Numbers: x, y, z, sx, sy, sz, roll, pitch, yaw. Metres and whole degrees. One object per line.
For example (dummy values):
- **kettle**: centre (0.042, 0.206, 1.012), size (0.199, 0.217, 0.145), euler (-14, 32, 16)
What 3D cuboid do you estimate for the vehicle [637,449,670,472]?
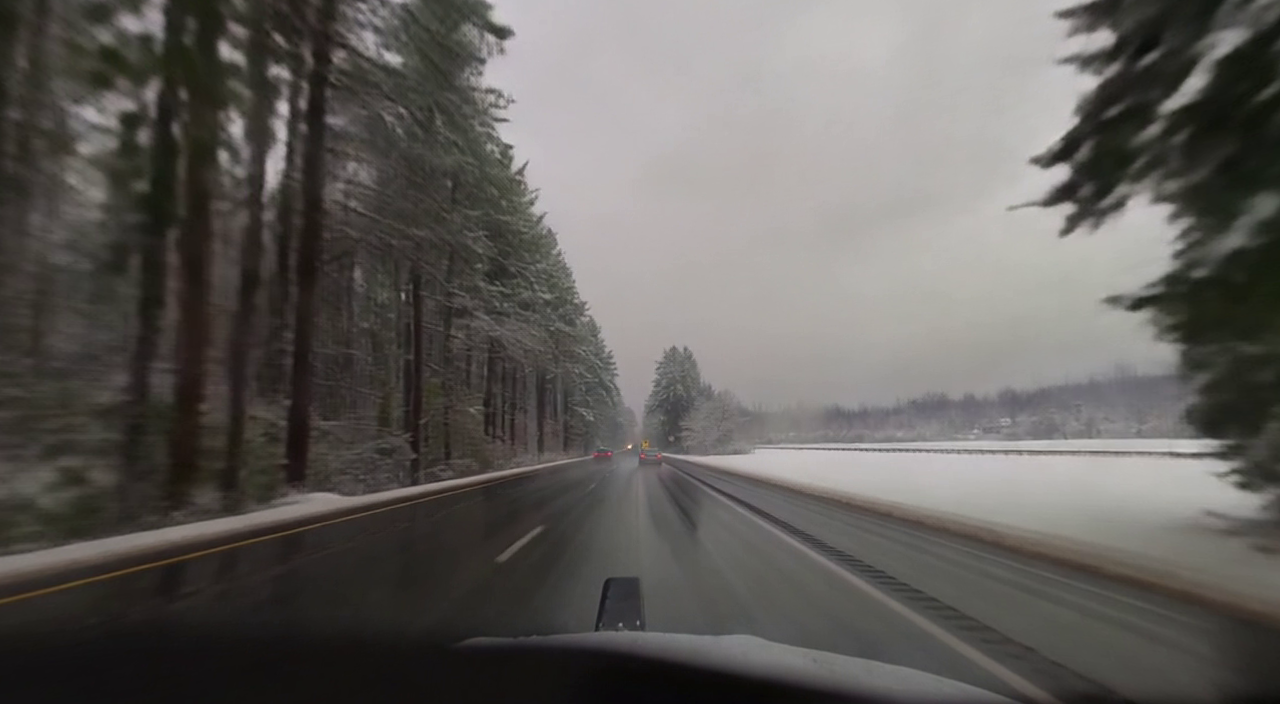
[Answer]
- **vehicle**: centre (0.858, 7.266, 42.404), size (2.046, 1.452, 4.407), euler (0, -9, -1)
